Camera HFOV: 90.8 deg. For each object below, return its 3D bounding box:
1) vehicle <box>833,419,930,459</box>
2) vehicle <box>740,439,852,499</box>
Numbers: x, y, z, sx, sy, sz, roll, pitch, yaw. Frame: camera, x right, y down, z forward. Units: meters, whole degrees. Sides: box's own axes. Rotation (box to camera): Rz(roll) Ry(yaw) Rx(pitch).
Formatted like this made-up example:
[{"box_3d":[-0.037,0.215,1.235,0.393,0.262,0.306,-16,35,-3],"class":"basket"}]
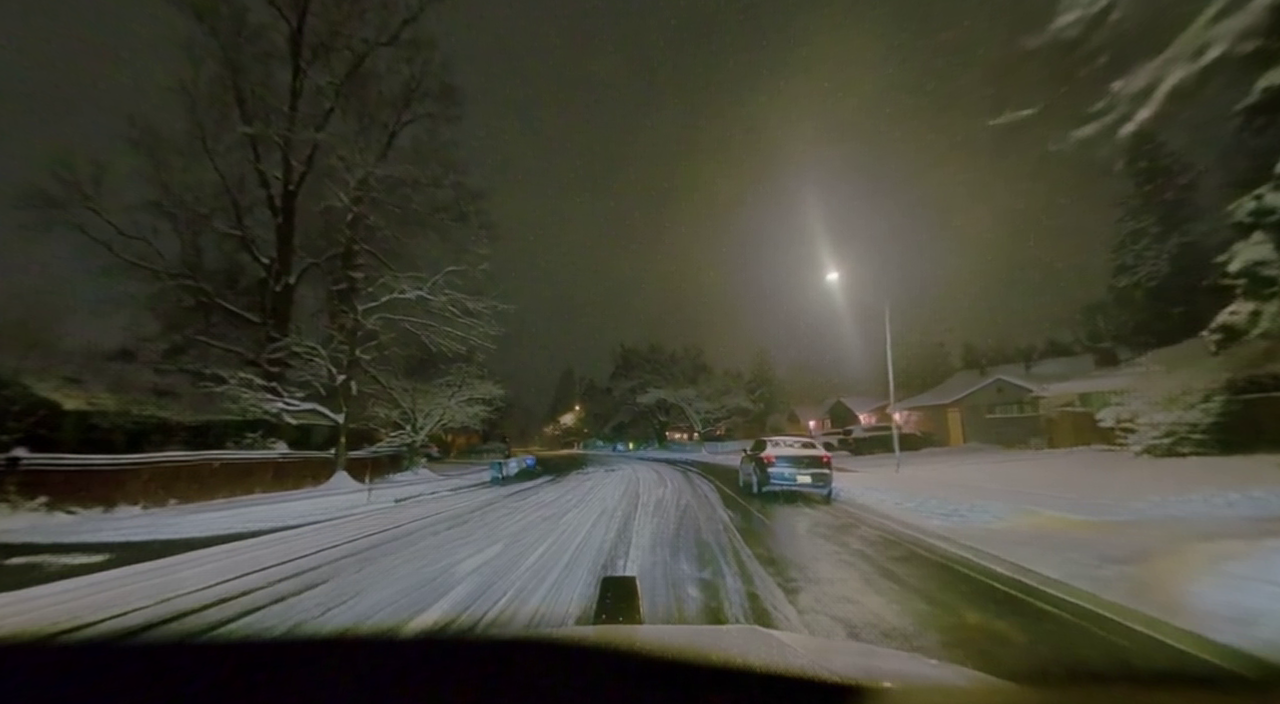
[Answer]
[{"box_3d":[13.276,4.813,34.858,4.421,1.703,1.927,-5,-8,-7],"class":"vehicle"},{"box_3d":[4.456,3.426,18.881,2.088,1.522,4.449,0,-9,-2],"class":"vehicle"}]
